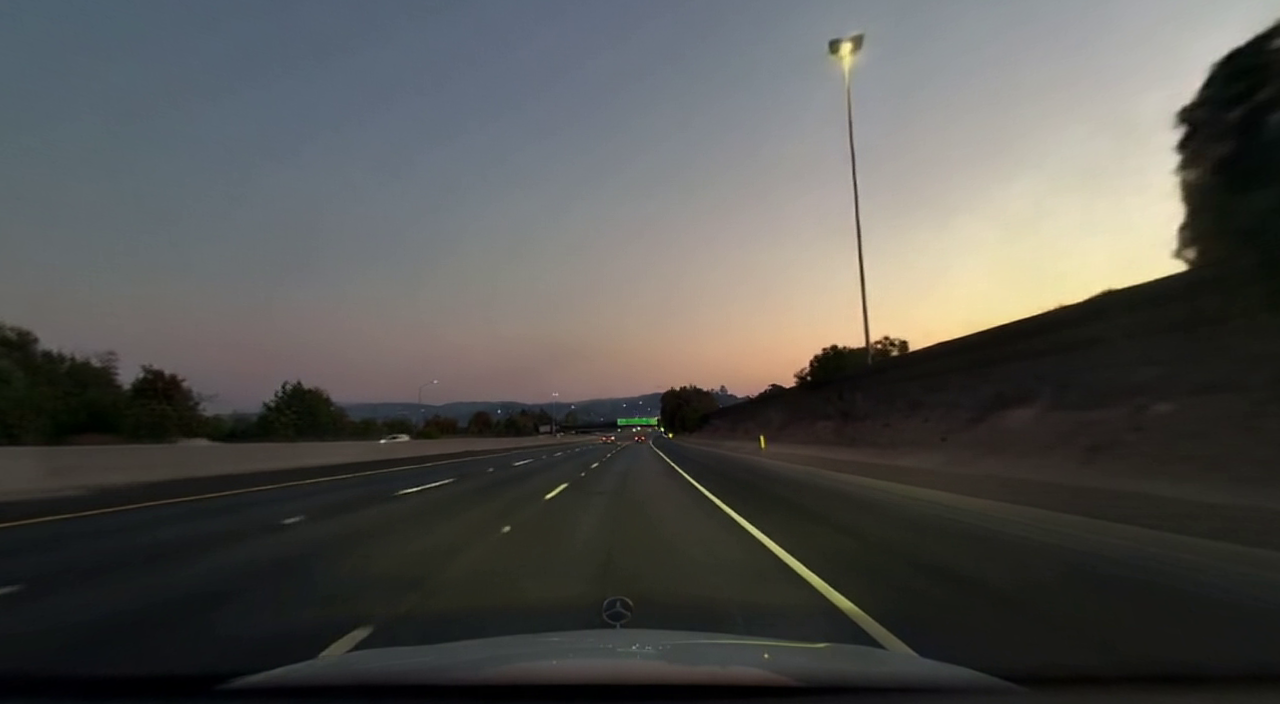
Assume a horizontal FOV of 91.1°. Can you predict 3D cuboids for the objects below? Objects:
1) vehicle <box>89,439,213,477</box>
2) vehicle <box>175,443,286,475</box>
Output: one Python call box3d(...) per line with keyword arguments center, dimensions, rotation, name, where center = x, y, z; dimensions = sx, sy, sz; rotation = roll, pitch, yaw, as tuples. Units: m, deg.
box3d(center=(-22.901, 4.961, 29.744), dimensions=(1.916, 1.601, 4.872), rotation=(0, -8, 0), name="vehicle")
box3d(center=(-22.873, 5.960, 35.491), dimensions=(2.342, 1.550, 5.925), rotation=(0, -8, 0), name="vehicle")
